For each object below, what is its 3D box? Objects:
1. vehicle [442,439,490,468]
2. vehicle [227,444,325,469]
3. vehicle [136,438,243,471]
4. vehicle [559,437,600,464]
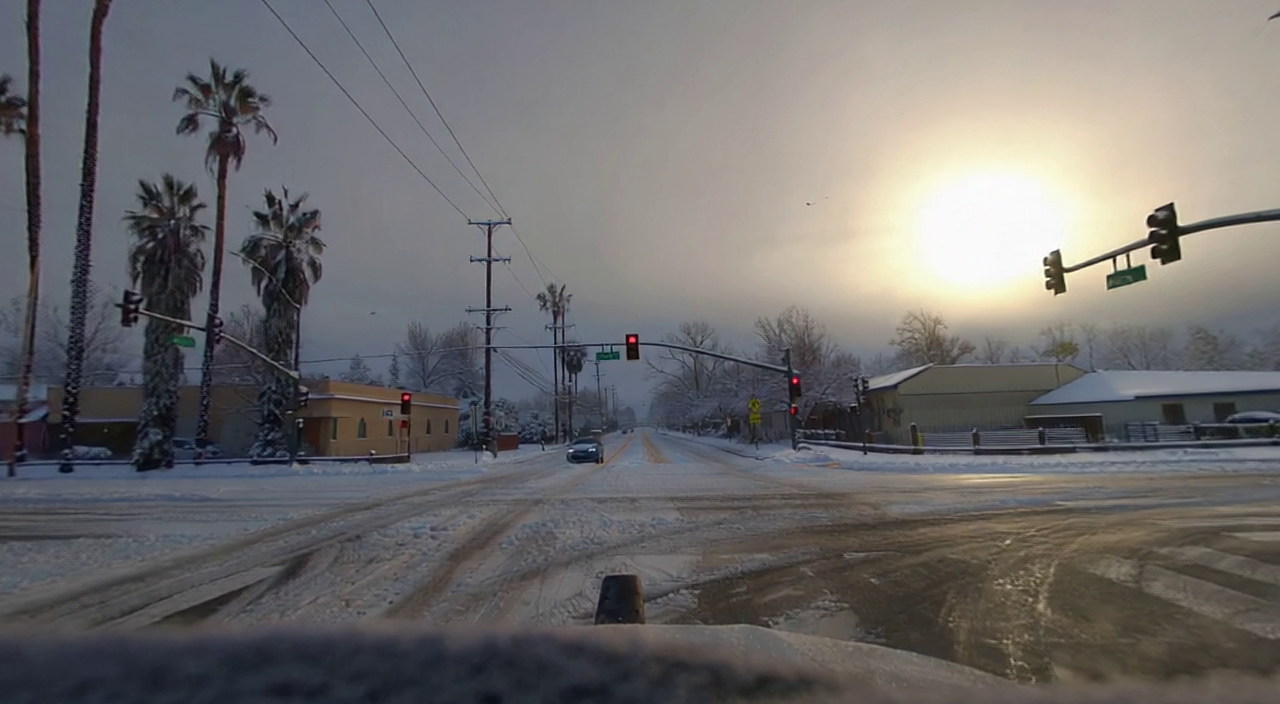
[{"bbox_3d":[-11.964,6.988,43.726,2.016,1.717,4.287,-2,-7,1],"label":"vehicle"},{"bbox_3d":[-22.303,6.418,38.840,4.849,1.444,1.881,0,-8,1],"label":"vehicle"},{"bbox_3d":[-25.913,5.915,36.456,4.613,1.820,2.021,-1,-9,3],"label":"vehicle"},{"bbox_3d":[-3.541,5.938,38.115,2.223,1.490,5.094,0,-8,-3],"label":"vehicle"}]
